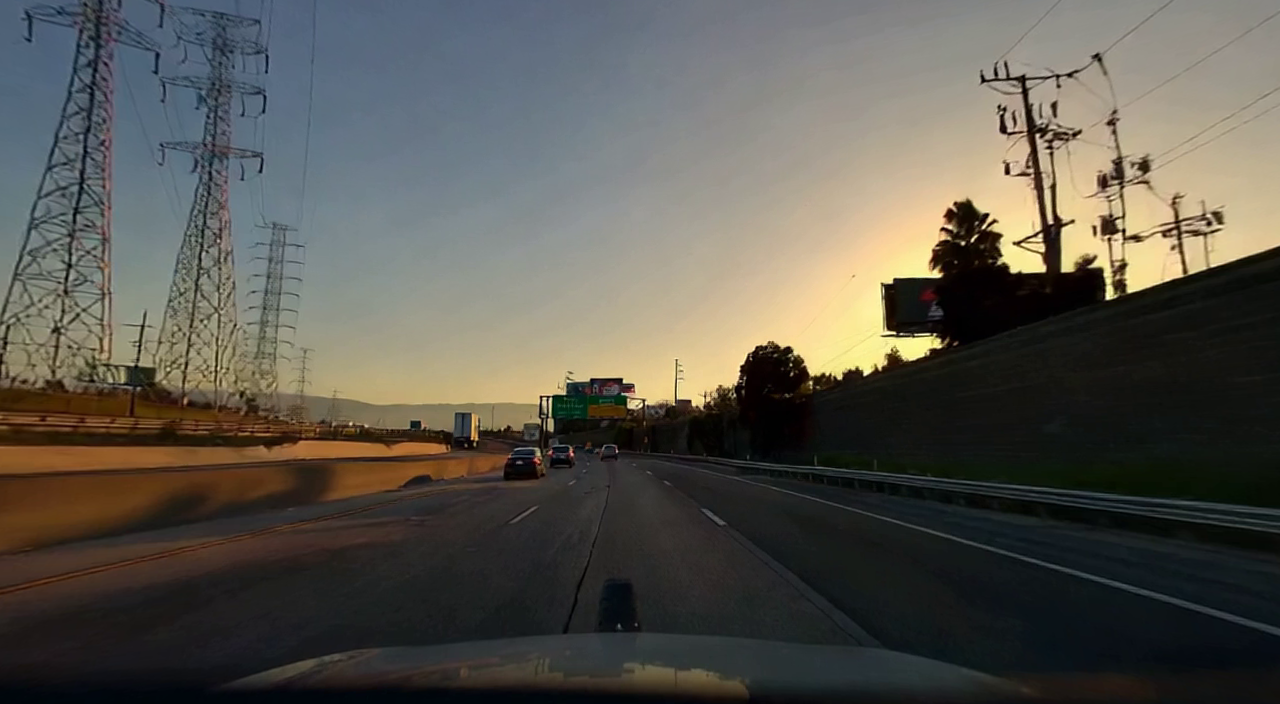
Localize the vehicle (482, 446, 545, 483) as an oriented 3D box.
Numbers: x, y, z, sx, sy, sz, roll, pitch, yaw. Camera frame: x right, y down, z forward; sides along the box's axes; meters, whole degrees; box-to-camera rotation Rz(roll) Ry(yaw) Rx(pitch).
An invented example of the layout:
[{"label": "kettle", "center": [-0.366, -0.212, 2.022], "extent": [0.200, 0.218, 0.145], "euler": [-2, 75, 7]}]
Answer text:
[{"label": "vehicle", "center": [-5.265, 4.734, 26.868], "extent": [1.921, 1.420, 4.078], "euler": [0, -9, -1]}]
